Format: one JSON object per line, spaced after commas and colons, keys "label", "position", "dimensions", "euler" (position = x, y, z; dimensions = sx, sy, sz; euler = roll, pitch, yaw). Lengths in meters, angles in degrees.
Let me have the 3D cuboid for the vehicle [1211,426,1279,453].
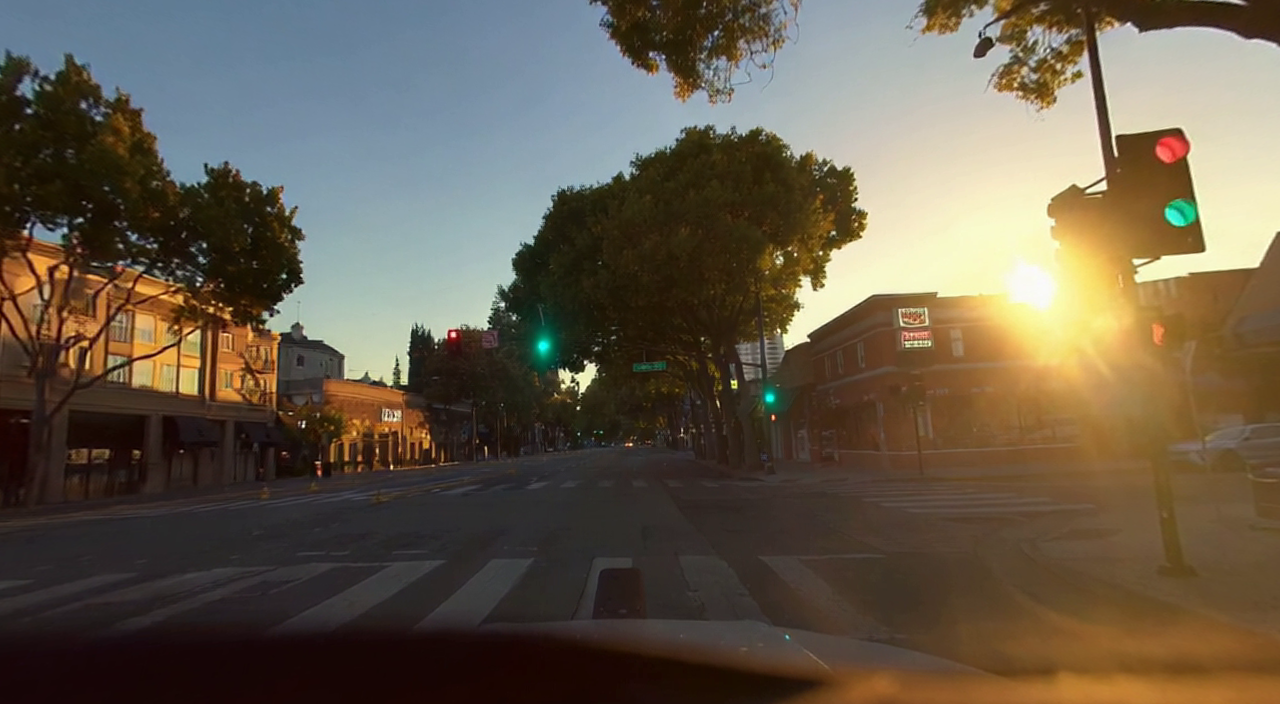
{"label": "vehicle", "position": [35.303, 4.892, 35.271], "dimensions": [4.493, 1.453, 1.849], "euler": [-2, -9, 2]}
